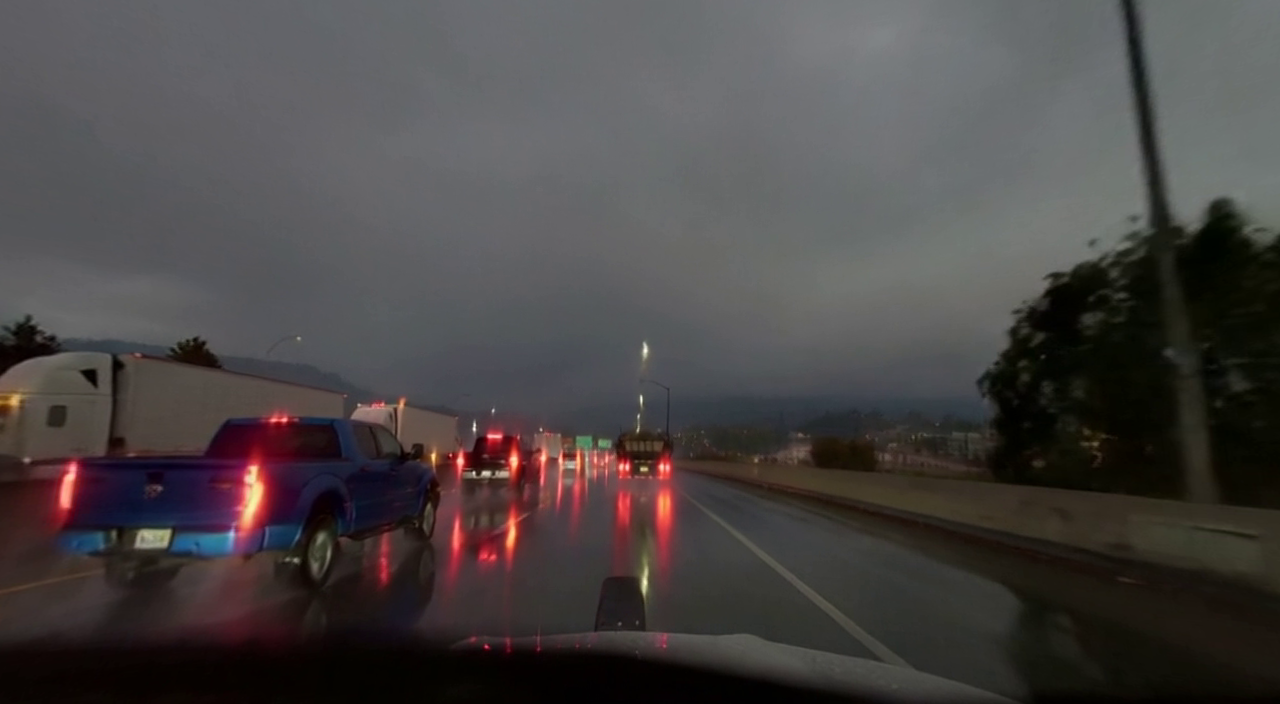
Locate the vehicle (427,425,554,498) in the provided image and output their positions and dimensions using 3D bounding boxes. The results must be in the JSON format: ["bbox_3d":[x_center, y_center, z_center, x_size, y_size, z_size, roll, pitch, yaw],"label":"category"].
[{"bbox_3d":[-4.436,3.402,20.002,2.575,1.958,5.730,-1,-9,1],"label":"vehicle"}]

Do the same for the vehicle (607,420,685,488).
[{"bbox_3d":[0.066,4.373,27.365,2.886,2.471,7.692,0,-9,-2],"label":"vehicle"}]

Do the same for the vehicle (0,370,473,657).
[{"bbox_3d":[-3.632,1.421,6.673,2.303,1.835,5.044,-1,-9,1],"label":"vehicle"}]
